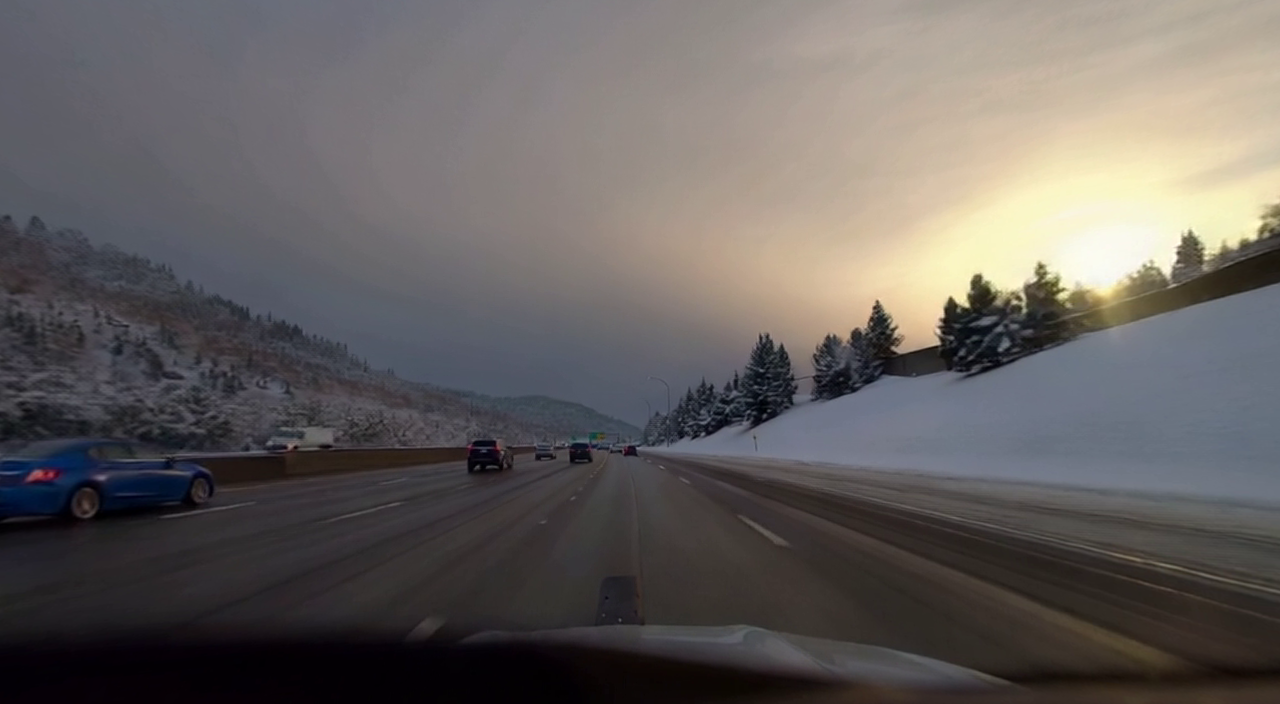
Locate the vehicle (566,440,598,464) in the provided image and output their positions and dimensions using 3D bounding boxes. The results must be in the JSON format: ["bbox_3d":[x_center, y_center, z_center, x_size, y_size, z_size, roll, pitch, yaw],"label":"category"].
[{"bbox_3d":[-4.274,7.410,46.902,2.115,1.713,4.263,0,-8,-2],"label":"vehicle"}]

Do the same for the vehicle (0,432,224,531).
[{"bbox_3d":[-10.425,2.307,11.911,1.949,1.475,4.740,0,-8,0],"label":"vehicle"}]

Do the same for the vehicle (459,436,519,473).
[{"bbox_3d":[-7.908,5.417,33.562,2.074,1.768,4.805,0,-9,-2],"label":"vehicle"}]
